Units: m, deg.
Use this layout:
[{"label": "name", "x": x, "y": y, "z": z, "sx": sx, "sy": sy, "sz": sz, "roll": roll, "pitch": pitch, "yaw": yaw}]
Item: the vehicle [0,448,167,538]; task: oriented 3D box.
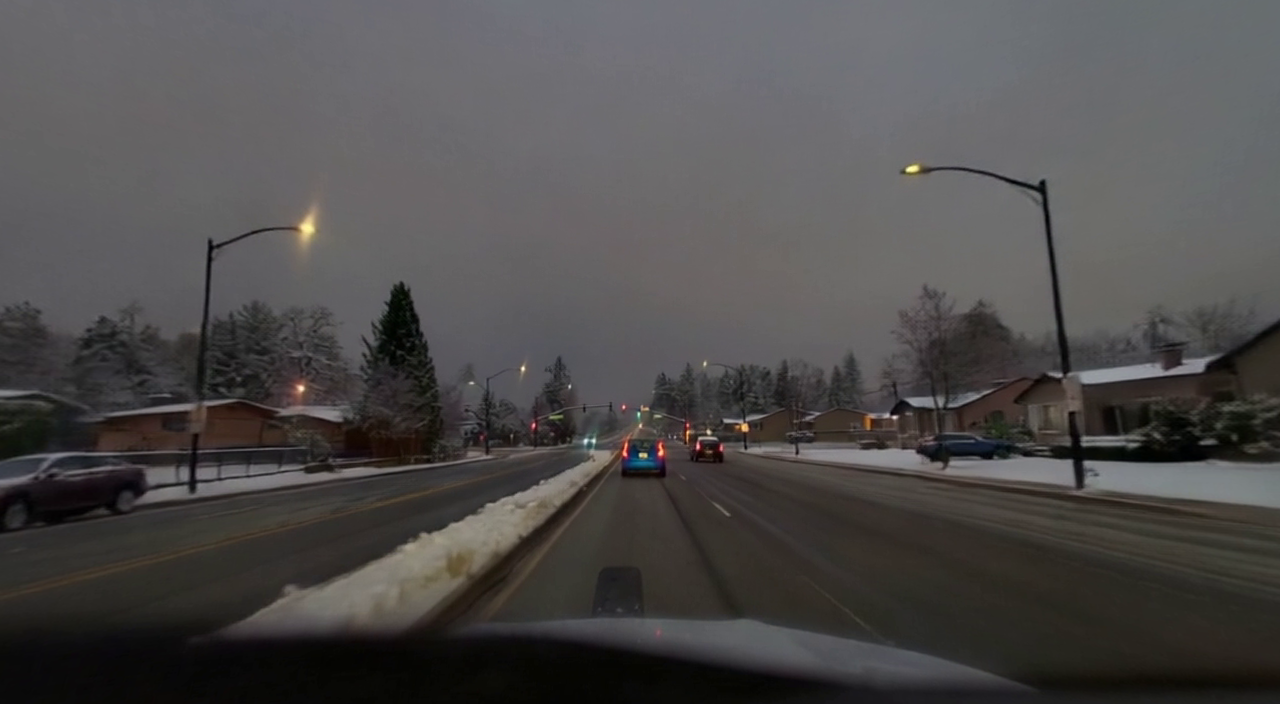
[{"label": "vehicle", "x": -14.241, "y": 3.158, "z": 14.680, "sx": 2.078, "sy": 1.833, "sz": 5.666, "roll": 0, "pitch": -9, "yaw": 0}]

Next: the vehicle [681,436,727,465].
[{"label": "vehicle", "x": 3.520, "y": 5.551, "z": 35.804, "sx": 2.161, "sy": 1.519, "sz": 4.568, "roll": 0, "pitch": -9, "yaw": 0}]

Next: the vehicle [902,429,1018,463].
[{"label": "vehicle", "x": 15.207, "y": 4.497, "z": 30.167, "sx": 4.456, "sy": 1.520, "sz": 1.911, "roll": 0, "pitch": -9, "yaw": -2}]

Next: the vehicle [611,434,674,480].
[{"label": "vehicle", "x": 0.054, "y": 3.765, "z": 22.869, "sx": 2.093, "sy": 1.497, "sz": 4.010, "roll": 0, "pitch": -9, "yaw": -1}]
